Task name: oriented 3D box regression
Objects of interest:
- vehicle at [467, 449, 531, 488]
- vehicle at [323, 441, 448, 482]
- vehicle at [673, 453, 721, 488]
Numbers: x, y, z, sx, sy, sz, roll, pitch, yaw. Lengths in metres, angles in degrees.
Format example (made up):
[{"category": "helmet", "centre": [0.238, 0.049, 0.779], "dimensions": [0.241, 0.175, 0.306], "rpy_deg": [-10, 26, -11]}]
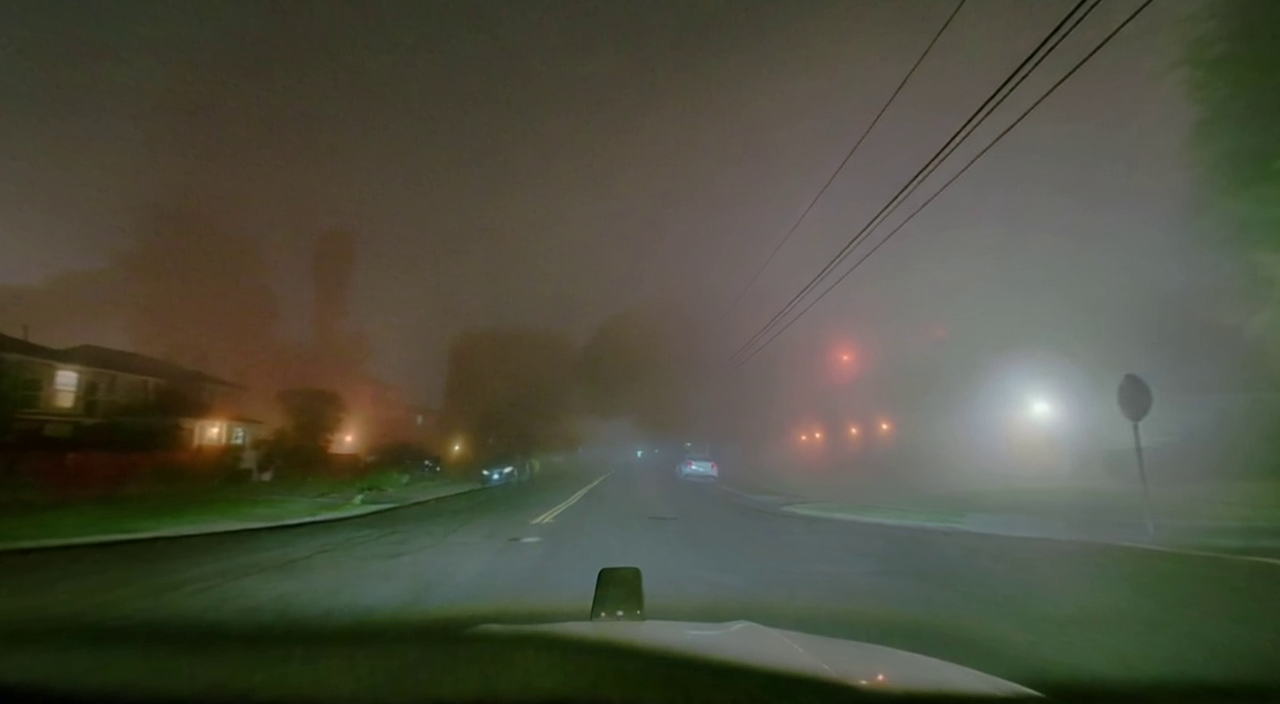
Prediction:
[{"category": "vehicle", "centre": [-7.521, 6.329, 34.414], "dimensions": [2.266, 1.877, 5.167], "rpy_deg": [-1, -10, 0]}, {"category": "vehicle", "centre": [-15.633, 6.754, 39.146], "dimensions": [6.526, 2.046, 2.522], "rpy_deg": [3, -9, -2]}, {"category": "vehicle", "centre": [2.803, 5.924, 31.902], "dimensions": [1.896, 1.602, 4.571], "rpy_deg": [2, -9, -1]}]
